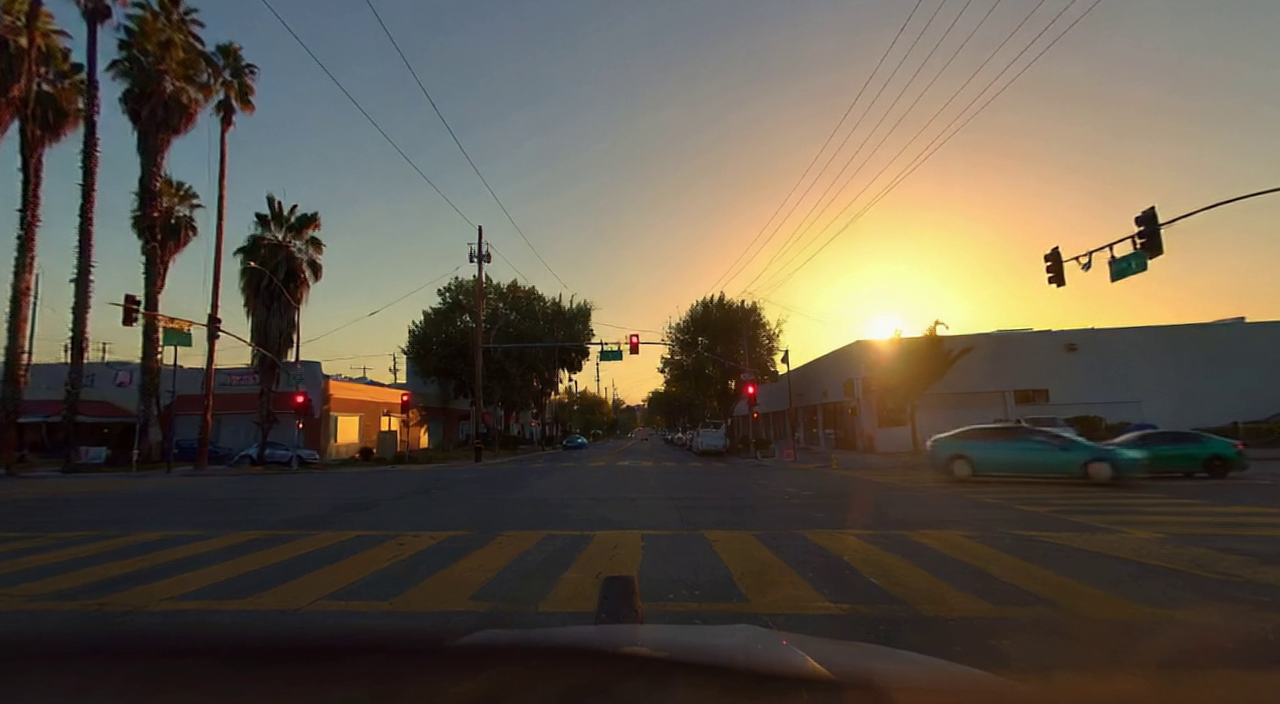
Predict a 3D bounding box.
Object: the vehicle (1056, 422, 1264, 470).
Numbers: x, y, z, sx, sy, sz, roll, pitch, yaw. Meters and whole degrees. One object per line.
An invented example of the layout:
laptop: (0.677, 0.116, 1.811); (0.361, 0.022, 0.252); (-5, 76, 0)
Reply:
vehicle: (16.941, 3.093, 20.846); (4.918, 1.479, 1.897); (-1, -9, 8)

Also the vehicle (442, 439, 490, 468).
vehicle: (-11.989, 6.989, 43.787); (2.016, 1.717, 4.287); (0, -6, 1)

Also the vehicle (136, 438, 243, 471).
vehicle: (-25.930, 5.922, 36.448); (4.613, 1.820, 2.021); (-1, -9, 3)

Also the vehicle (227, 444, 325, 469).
vehicle: (-22.330, 6.425, 38.843); (4.849, 1.444, 1.881); (0, -8, 1)

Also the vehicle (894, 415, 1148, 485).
vehicle: (9.406, 2.468, 15.963); (5.094, 1.490, 2.223); (-6, -10, 34)
